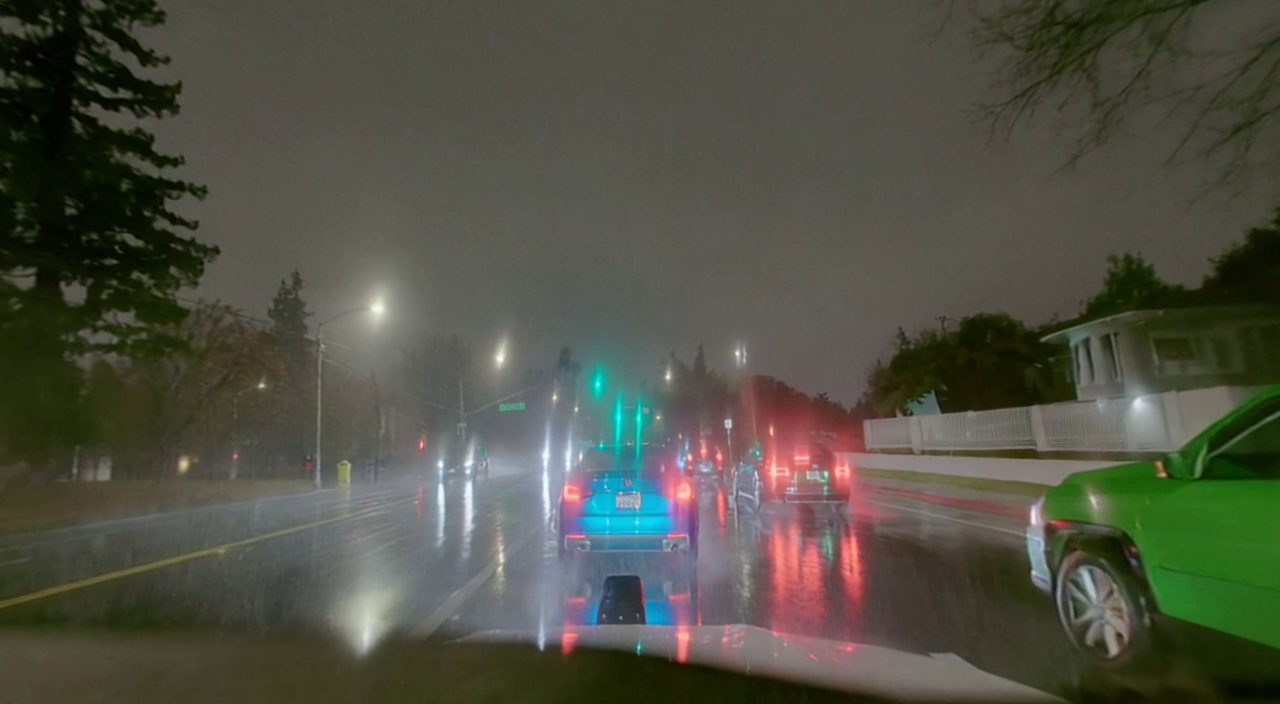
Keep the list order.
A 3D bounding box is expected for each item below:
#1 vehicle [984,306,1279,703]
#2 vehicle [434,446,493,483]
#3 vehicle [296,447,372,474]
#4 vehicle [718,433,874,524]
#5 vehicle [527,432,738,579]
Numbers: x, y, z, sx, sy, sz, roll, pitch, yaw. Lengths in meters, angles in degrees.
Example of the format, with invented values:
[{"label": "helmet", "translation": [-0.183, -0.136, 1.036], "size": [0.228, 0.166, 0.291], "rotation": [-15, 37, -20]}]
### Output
[{"label": "vehicle", "translation": [3.378, 0.675, 2.054], "size": [2.006, 1.766, 4.345], "rotation": [0, -8, -1]}, {"label": "vehicle", "translation": [-9.080, 5.786, 32.846], "size": [1.996, 1.680, 4.203], "rotation": [-2, -8, -2]}, {"label": "vehicle", "translation": [-19.855, 7.054, 41.148], "size": [3.957, 1.630, 1.881], "rotation": [0, -8, 0]}, {"label": "vehicle", "translation": [2.942, 2.487, 13.076], "size": [1.971, 1.517, 4.521], "rotation": [0, -8, -1]}, {"label": "vehicle", "translation": [-0.118, 1.901, 8.692], "size": [2.186, 1.500, 4.141], "rotation": [0, -8, -1]}]
